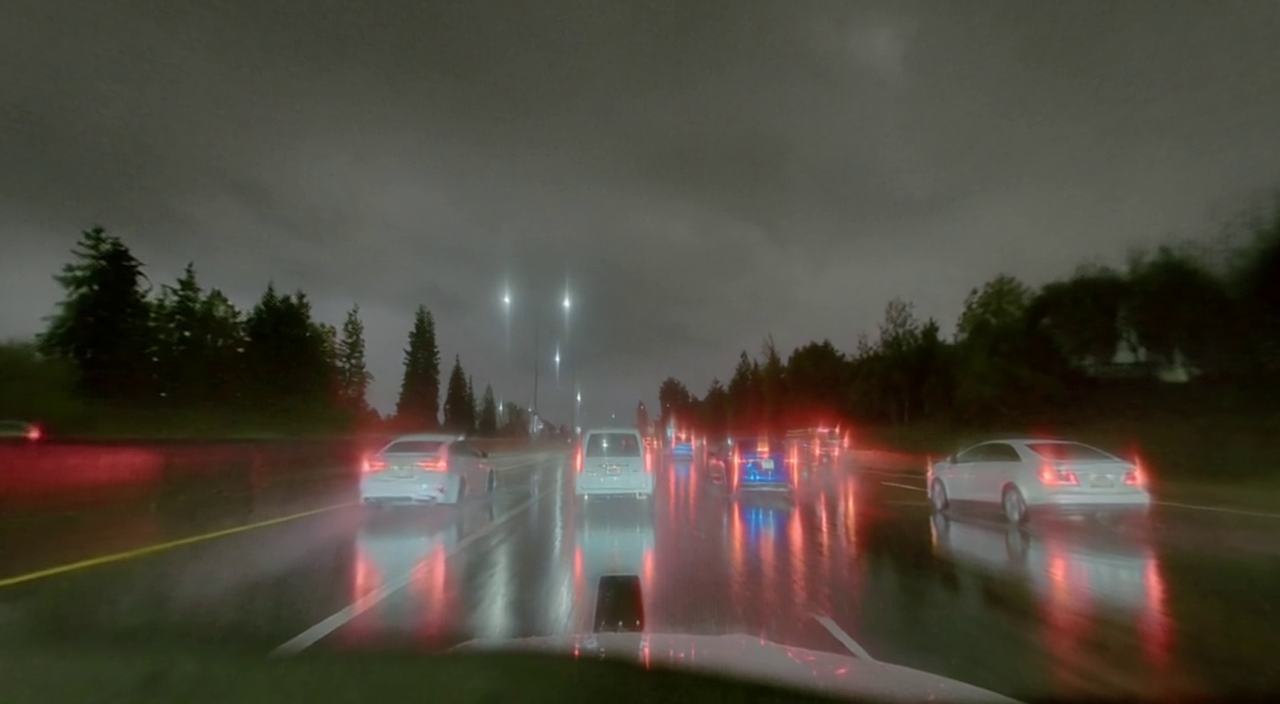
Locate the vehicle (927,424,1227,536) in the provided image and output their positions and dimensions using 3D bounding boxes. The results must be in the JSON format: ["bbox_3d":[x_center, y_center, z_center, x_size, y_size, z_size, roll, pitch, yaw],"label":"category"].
[{"bbox_3d":[7.640,2.277,11.819,2.106,1.641,4.671,1,-9,-3],"label":"vehicle"}]

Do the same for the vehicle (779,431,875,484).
[{"bbox_3d":[6.727,3.855,23.212,2.022,1.735,4.400,1,-9,-2],"label":"vehicle"}]

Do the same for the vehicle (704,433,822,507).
[{"bbox_3d":[2.846,2.839,15.567,1.975,1.532,4.227,1,-9,-1],"label":"vehicle"}]

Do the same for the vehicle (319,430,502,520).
[{"bbox_3d":[-4.555,2.524,13.502,2.071,1.537,4.912,0,-9,0],"label":"vehicle"}]

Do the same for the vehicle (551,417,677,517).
[{"bbox_3d":[-0.486,2.316,13.042,2.181,1.728,3.970,0,-9,-1],"label":"vehicle"}]
